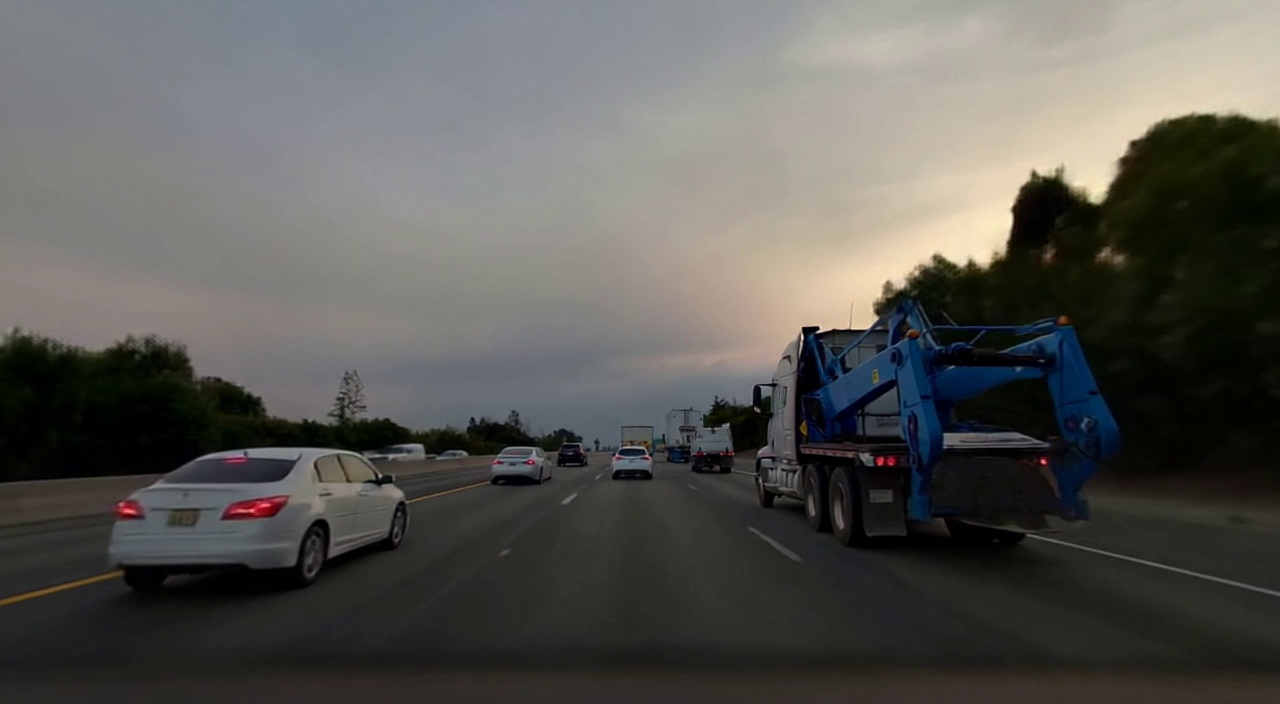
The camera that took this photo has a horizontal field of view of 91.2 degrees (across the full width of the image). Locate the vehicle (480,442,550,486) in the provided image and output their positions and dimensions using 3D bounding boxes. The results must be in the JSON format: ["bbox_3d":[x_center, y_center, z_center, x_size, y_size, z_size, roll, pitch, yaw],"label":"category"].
[{"bbox_3d":[-4.613,4.192,23.724,1.858,1.527,3.974,0,-9,0],"label":"vehicle"}]

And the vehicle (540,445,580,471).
[{"bbox_3d":[-4.838,6.496,38.490,1.924,1.481,4.264,0,-9,0],"label":"vehicle"}]

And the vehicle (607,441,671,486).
[{"bbox_3d":[-0.081,4.072,23.138,2.150,1.498,3.988,0,-9,-2],"label":"vehicle"}]

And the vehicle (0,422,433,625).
[{"bbox_3d":[-4.134,1.665,7.155,1.880,1.507,4.757,0,-9,1],"label":"vehicle"}]

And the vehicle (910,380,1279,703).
[{"bbox_3d":[4.068,1.054,3.433,2.599,1.631,5.693,0,-9,-1],"label":"vehicle"}]

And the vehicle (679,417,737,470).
[{"bbox_3d":[3.832,5.416,36.940,2.416,2.829,7.016,0,-9,-1],"label":"vehicle"}]

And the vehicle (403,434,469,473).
[{"bbox_3d":[-13.307,6.701,41.410,2.367,2.325,5.862,0,-9,0],"label":"vehicle"}]

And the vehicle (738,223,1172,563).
[{"bbox_3d":[3.915,1.008,10.839,2.975,3.618,8.456,0,-9,0],"label":"vehicle"}]
